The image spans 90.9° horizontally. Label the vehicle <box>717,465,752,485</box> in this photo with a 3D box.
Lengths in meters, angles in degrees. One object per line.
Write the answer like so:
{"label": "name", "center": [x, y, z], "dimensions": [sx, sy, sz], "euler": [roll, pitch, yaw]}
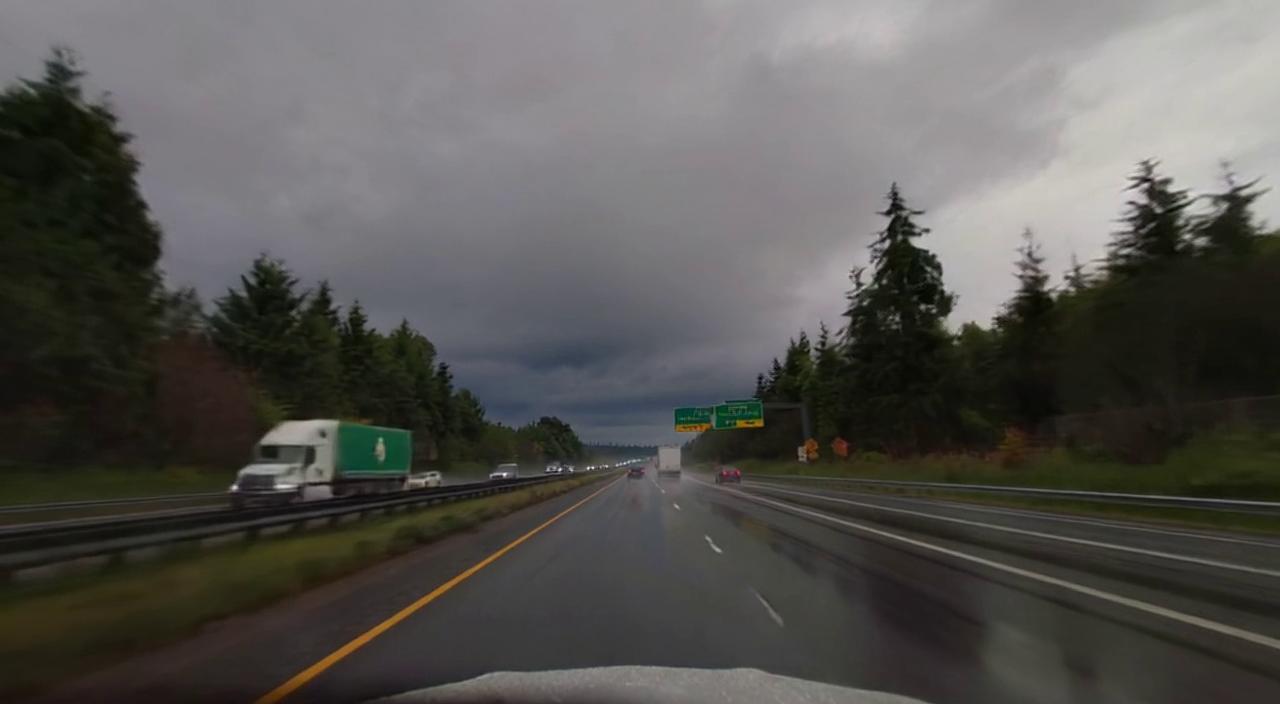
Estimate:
{"label": "vehicle", "center": [7.435, 9.739, 49.960], "dimensions": [1.977, 1.494, 4.311], "euler": [1, -10, -2]}

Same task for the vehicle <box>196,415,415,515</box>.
{"label": "vehicle", "center": [-13.875, 5.057, 28.187], "dimensions": [3.035, 3.442, 12.288], "euler": [1, -10, 0]}

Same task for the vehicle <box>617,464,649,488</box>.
{"label": "vehicle", "center": [-0.474, 8.253, 42.083], "dimensions": [2.025, 1.452, 3.927], "euler": [1, -10, -1]}
